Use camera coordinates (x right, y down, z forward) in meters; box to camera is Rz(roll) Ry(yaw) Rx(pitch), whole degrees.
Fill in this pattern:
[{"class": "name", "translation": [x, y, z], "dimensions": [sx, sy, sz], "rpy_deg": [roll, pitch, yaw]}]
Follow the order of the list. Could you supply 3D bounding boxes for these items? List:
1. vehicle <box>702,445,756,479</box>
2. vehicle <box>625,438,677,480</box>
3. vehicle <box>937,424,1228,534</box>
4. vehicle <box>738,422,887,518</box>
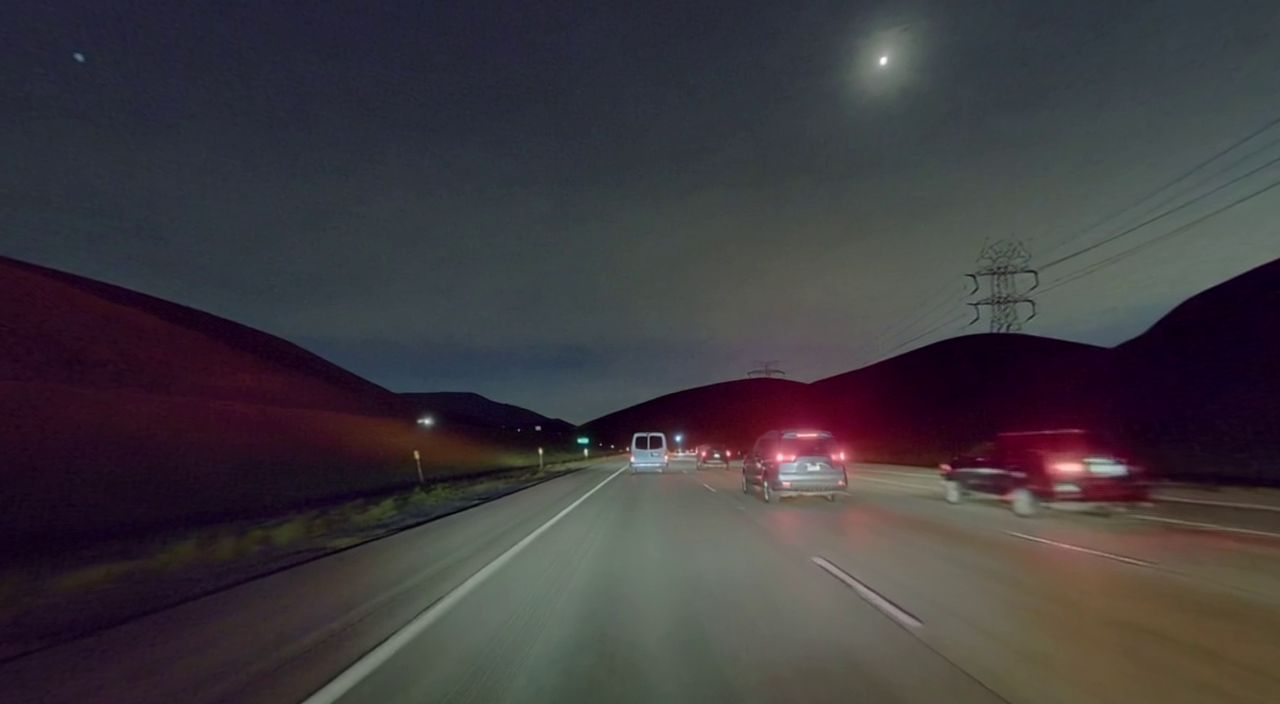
[{"class": "vehicle", "translation": [4.144, 5.166, 29.981], "dimensions": [1.938, 1.466, 4.356], "rpy_deg": [0, -8, 0]}, {"class": "vehicle", "translation": [0.519, 4.962, 29.525], "dimensions": [2.268, 1.772, 4.523], "rpy_deg": [0, -8, 1]}, {"class": "vehicle", "translation": [7.957, 2.313, 12.128], "dimensions": [2.216, 1.673, 4.660], "rpy_deg": [0, -8, 0]}, {"class": "vehicle", "translation": [3.677, 2.609, 14.467], "dimensions": [2.139, 1.821, 4.480], "rpy_deg": [0, -8, 0]}]
